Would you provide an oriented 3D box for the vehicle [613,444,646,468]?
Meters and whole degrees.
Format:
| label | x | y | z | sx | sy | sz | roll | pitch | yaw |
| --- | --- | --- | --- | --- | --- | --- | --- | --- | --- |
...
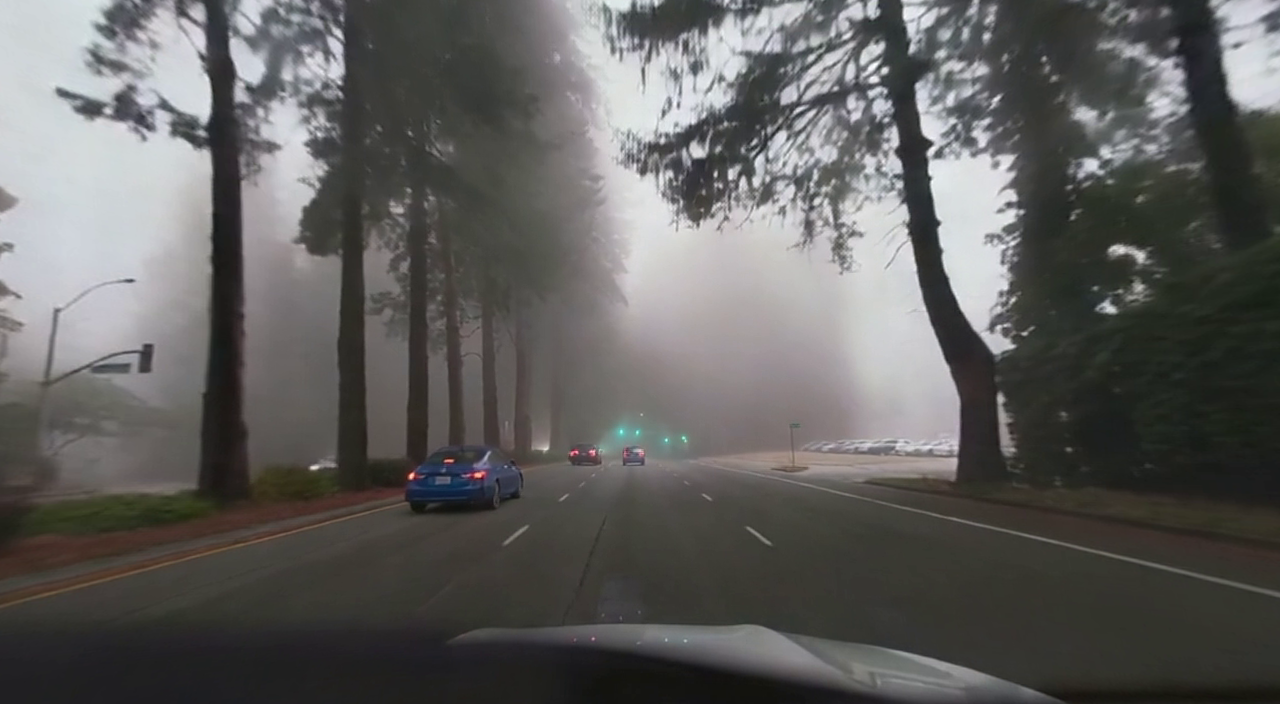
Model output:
| label | x | y | z | sx | sy | sz | roll | pitch | yaw |
| --- | --- | --- | --- | --- | --- | --- | --- | --- | --- |
| vehicle | -0.670 | 6.652 | 40.548 | 1.991 | 1.431 | 4.199 | 0 | -9 | -1 |

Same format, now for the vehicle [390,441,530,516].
| label | x | y | z | sx | sy | sz | roll | pitch | yaw |
| --- | --- | --- | --- | --- | --- | --- | --- | --- | --- |
| vehicle | -3.844 | 2.769 | 14.349 | 1.905 | 1.418 | 4.396 | 0 | -9 | 0 |

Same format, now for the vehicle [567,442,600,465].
| label | x | y | z | sx | sy | sz | roll | pitch | yaw |
| --- | --- | --- | --- | --- | --- | --- | --- | --- | --- |
| vehicle | -4.180 | 7.563 | 47.071 | 2.103 | 1.592 | 4.160 | 0 | -9 | 0 |
